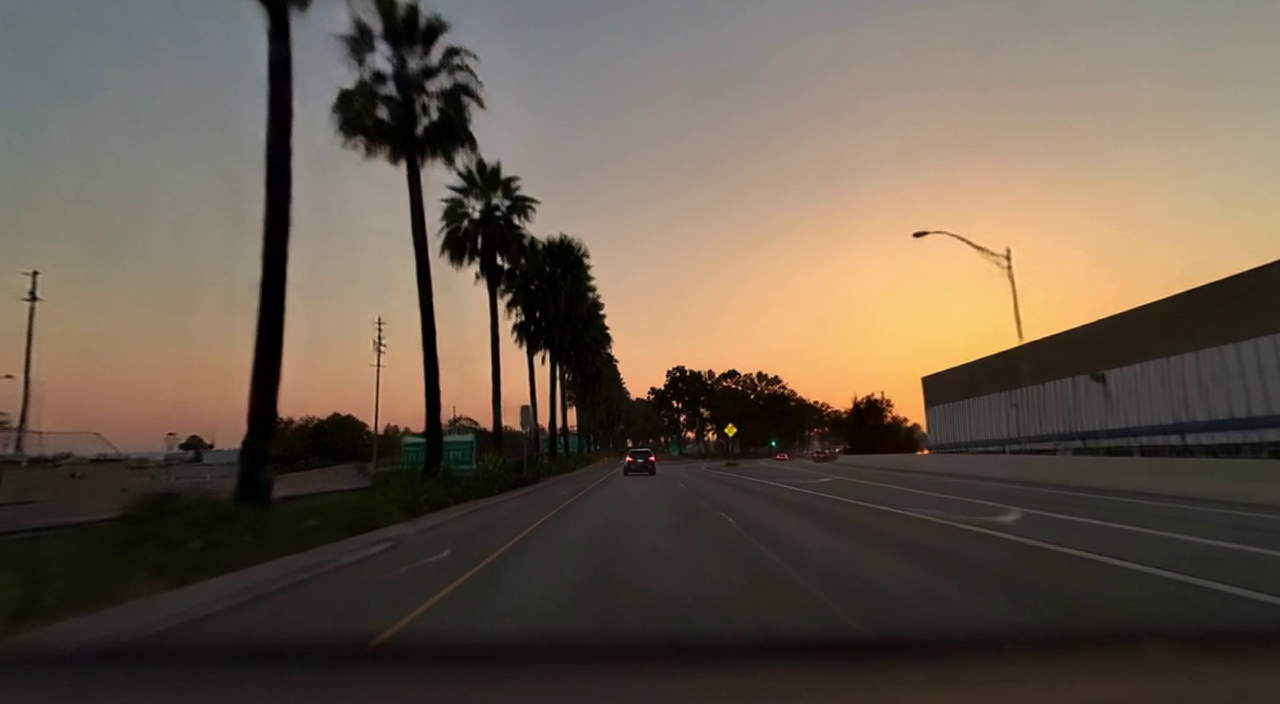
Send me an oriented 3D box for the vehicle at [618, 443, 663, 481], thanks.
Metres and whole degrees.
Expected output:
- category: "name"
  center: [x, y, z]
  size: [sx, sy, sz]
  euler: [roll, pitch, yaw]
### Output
- category: "vehicle"
  center: [-0.026, 5.495, 31.719]
  size: [2.089, 1.718, 4.193]
  euler: [0, -9, -1]
